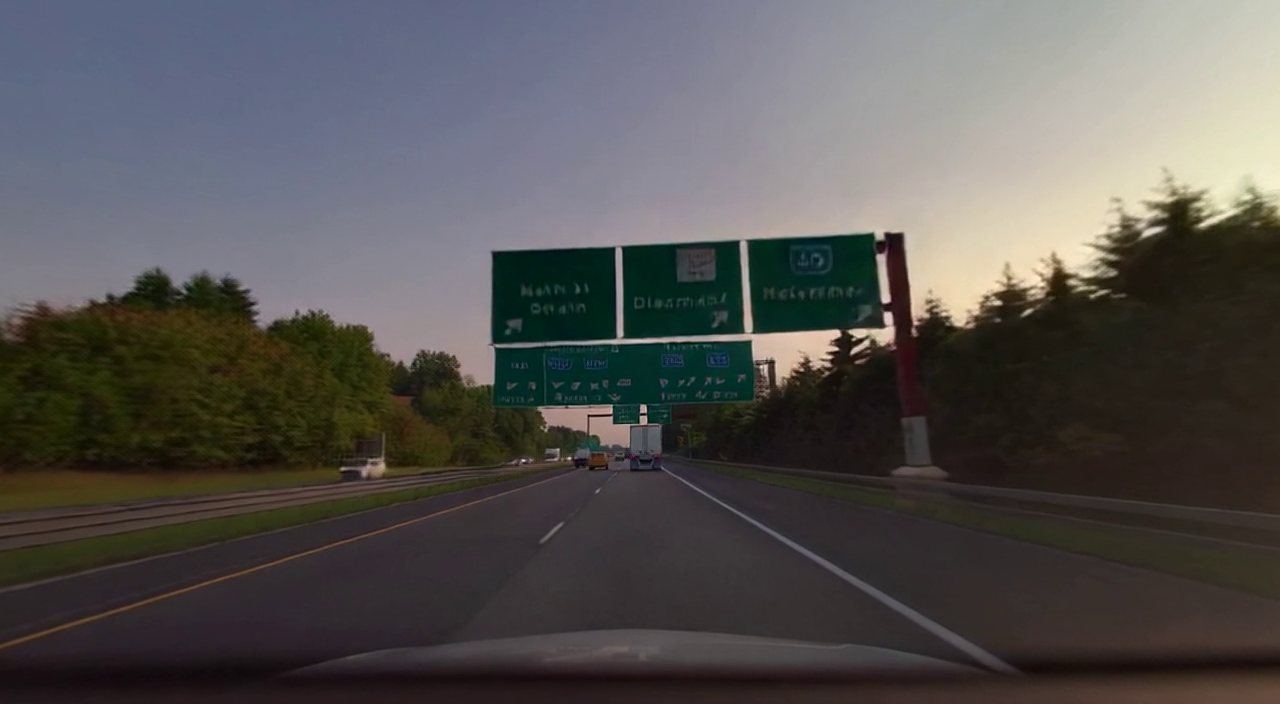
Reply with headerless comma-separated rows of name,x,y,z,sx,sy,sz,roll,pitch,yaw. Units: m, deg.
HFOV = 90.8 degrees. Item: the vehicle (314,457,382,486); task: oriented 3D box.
vehicle,-16.615,6.792,36.086,1.841,1.543,4.225,0,-9,0
